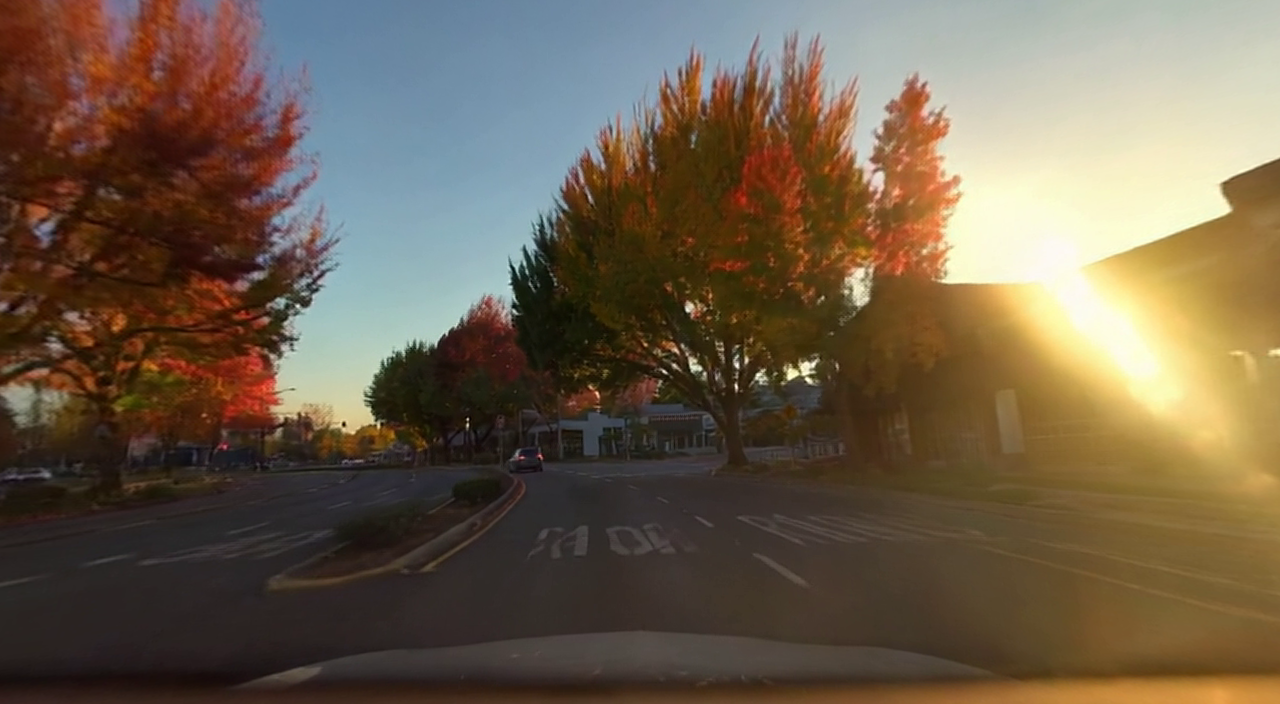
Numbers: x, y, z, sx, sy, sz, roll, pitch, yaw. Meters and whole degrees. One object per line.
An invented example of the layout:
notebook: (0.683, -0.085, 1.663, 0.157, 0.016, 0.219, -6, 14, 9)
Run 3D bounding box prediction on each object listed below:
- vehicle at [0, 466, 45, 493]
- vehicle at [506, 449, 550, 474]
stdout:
vehicle: (-48.853, 9.831, 48.869, 1.992, 1.906, 4.724, 3, -10, -21)
vehicle: (-7.421, 7.165, 41.443, 2.018, 1.512, 4.304, 3, -10, -21)
